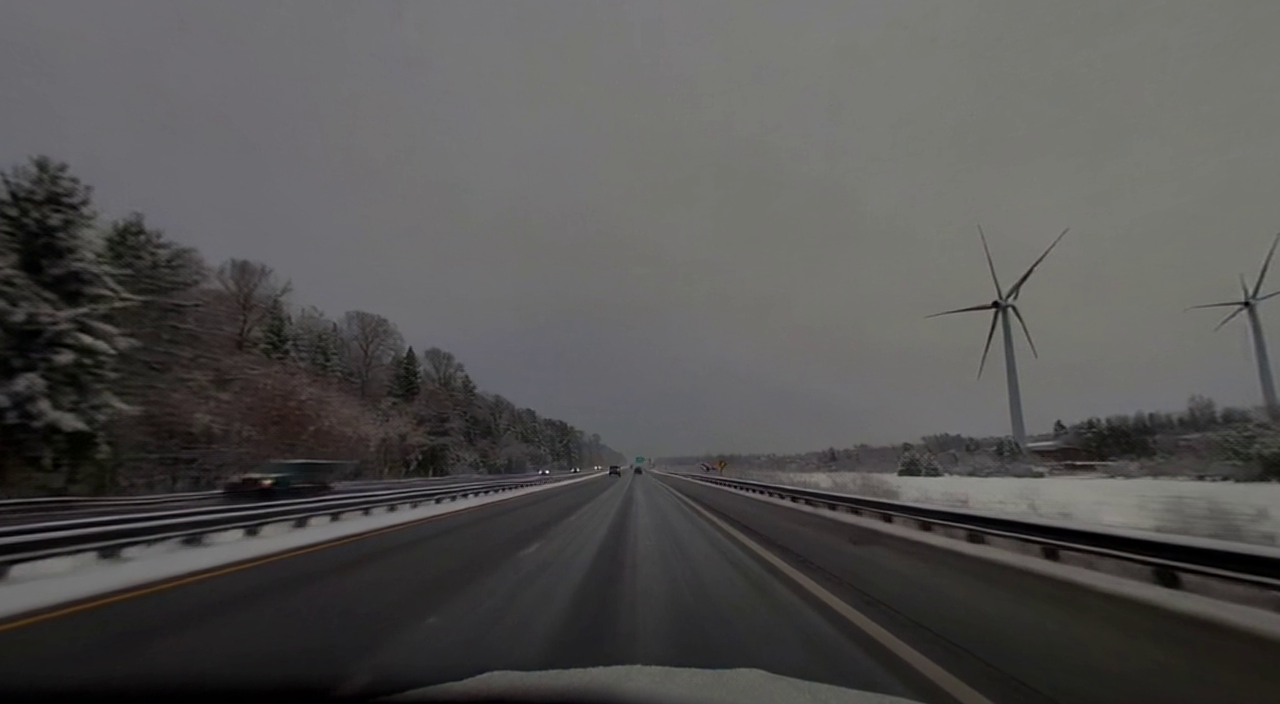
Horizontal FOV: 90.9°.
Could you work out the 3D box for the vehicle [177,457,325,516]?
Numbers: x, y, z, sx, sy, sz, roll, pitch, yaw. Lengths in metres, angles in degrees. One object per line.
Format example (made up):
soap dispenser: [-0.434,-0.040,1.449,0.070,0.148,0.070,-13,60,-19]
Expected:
vehicle: [-12.162,4.240,20.109,1.910,1.636,4.292,1,-11,0]
